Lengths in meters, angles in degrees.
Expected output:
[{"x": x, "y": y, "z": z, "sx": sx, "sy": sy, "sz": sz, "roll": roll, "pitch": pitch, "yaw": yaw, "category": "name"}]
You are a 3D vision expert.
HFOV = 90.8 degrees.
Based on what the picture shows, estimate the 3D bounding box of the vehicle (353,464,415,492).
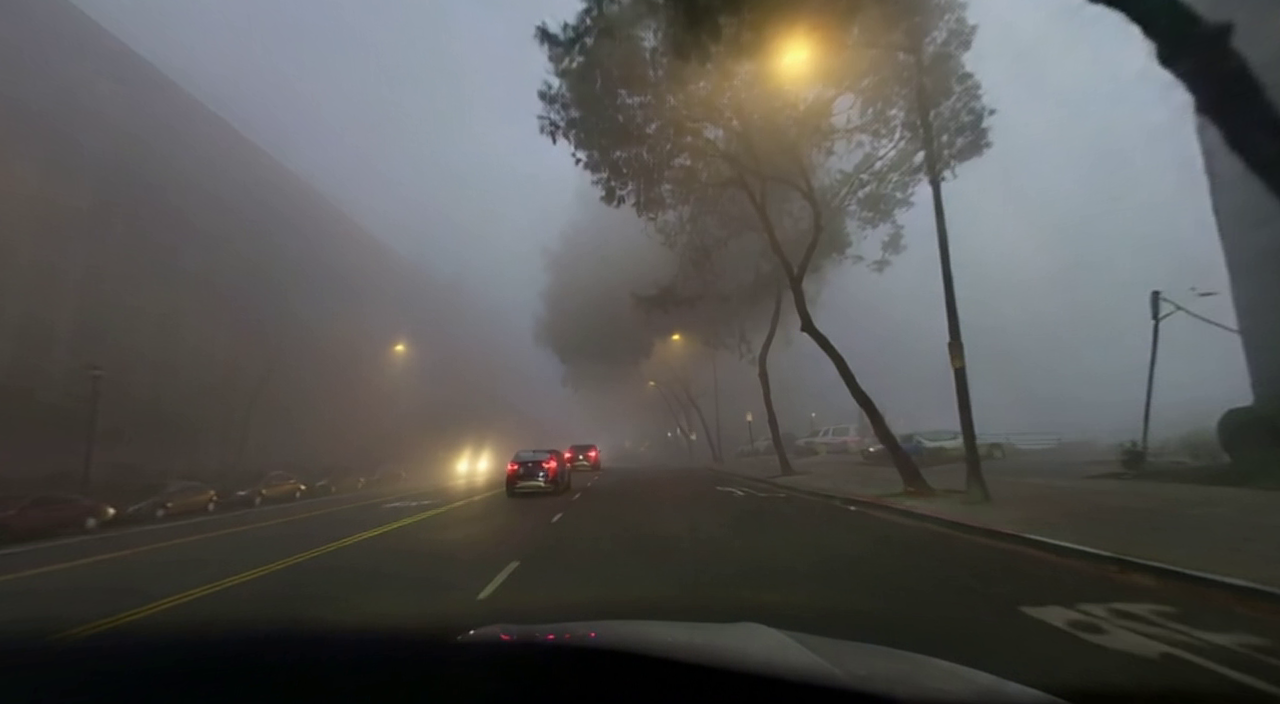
[{"x": -16.154, "y": 7.936, "z": 40.146, "sx": 2.021, "sy": 1.438, "sz": 4.616, "roll": -2, "pitch": -8, "yaw": 0, "category": "vehicle"}]

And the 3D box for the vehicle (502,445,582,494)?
[{"x": -3.147, "y": 3.881, "z": 21.238, "sx": 2.051, "sy": 1.454, "sz": 4.132, "roll": 0, "pitch": -8, "yaw": 0, "category": "vehicle"}]

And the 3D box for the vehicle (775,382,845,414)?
[{"x": 10.905, "y": 2.976, "z": 40.720, "sx": 3.826, "sy": 1.601, "sz": 1.807, "roll": -4, "pitch": -8, "yaw": -6, "category": "vehicle"}]

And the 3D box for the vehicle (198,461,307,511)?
[{"x": -16.316, "y": 5.630, "z": 26.935, "sx": 1.897, "sy": 1.805, "sz": 4.538, "roll": 0, "pitch": -8, "yaw": -3, "category": "vehicle"}]

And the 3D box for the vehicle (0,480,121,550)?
[{"x": -15.803, "y": 4.144, "z": 15.877, "sx": 1.942, "sy": 1.431, "sz": 4.553, "roll": -5, "pitch": -9, "yaw": -4, "category": "vehicle"}]

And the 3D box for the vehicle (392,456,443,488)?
[{"x": -16.373, "y": 8.825, "z": 46.774, "sx": 1.917, "sy": 1.775, "sz": 5.018, "roll": -9, "pitch": -8, "yaw": -2, "category": "vehicle"}]

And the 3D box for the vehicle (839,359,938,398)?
[{"x": 11.512, "y": 1.273, "z": 29.490, "sx": 3.827, "sy": 1.556, "sz": 1.730, "roll": -1, "pitch": -10, "yaw": -1, "category": "vehicle"}]

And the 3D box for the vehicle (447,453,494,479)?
[{"x": -10.836, "y": 7.304, "z": 40.778, "sx": 1.884, "sy": 1.518, "sz": 4.380, "roll": 0, "pitch": -8, "yaw": -1, "category": "vehicle"}]

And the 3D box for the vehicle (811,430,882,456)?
[{"x": 12.264, "y": 5.404, "z": 37.640, "sx": 3.527, "sy": 1.496, "sz": 1.836, "roll": 0, "pitch": -7, "yaw": -4, "category": "vehicle"}]

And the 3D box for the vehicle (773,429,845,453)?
[{"x": 12.227, "y": 6.483, "z": 45.944, "sx": 4.619, "sy": 1.626, "sz": 2.121, "roll": -1, "pitch": -10, "yaw": 4, "category": "vehicle"}]

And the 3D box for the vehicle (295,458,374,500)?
[{"x": -16.402, "y": 6.773, "z": 34.155, "sx": 2.079, "sy": 1.847, "sz": 4.592, "roll": -4, "pitch": -8, "yaw": -1, "category": "vehicle"}]

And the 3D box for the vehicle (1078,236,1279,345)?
[{"x": 12.268, "y": -1.316, "z": 13.784, "sx": 3.932, "sy": 1.743, "sz": 1.695, "roll": -5, "pitch": -9, "yaw": 2, "category": "vehicle"}]

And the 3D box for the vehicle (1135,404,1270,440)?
[{"x": 25.113, "y": 3.147, "z": 28.305, "sx": 4.215, "sy": 1.545, "sz": 1.897, "roll": 0, "pitch": -8, "yaw": -1, "category": "vehicle"}]

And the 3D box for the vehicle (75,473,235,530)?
[{"x": -16.021, "y": 4.915, "z": 21.261, "sx": 1.871, "sy": 1.485, "sz": 4.573, "roll": 0, "pitch": -8, "yaw": -2, "category": "vehicle"}]
